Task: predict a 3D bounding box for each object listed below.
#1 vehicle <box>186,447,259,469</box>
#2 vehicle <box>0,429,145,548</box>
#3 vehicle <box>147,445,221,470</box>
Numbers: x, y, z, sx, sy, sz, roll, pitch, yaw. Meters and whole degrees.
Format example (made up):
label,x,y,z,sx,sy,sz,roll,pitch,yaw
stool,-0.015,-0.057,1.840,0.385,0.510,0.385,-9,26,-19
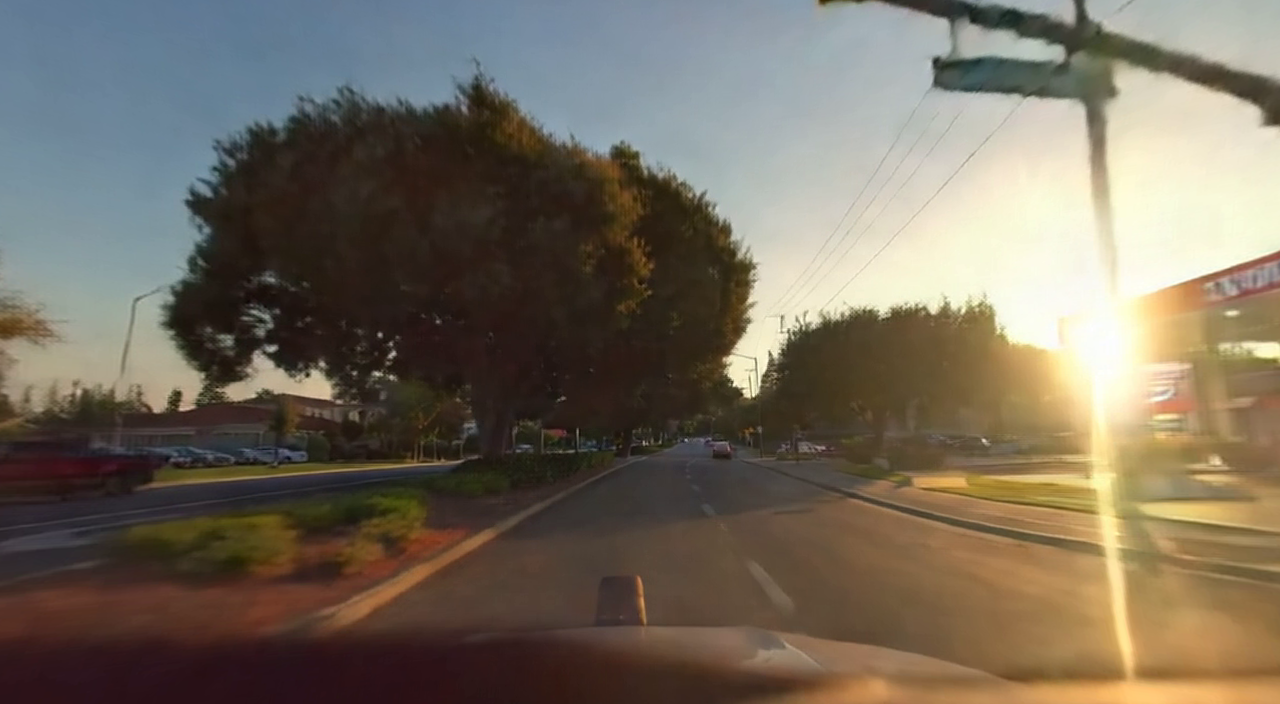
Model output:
label,x,y,z,sx,sy,sz,roll,pitch,yaw
vehicle,-29.943,7.624,45.480,1.884,1.490,4.627,-1,-9,3
vehicle,-9.127,1.725,7.924,2.023,1.498,4.605,0,-9,1
vehicle,-32.651,7.559,45.390,2.051,1.639,4.354,-2,-9,1
